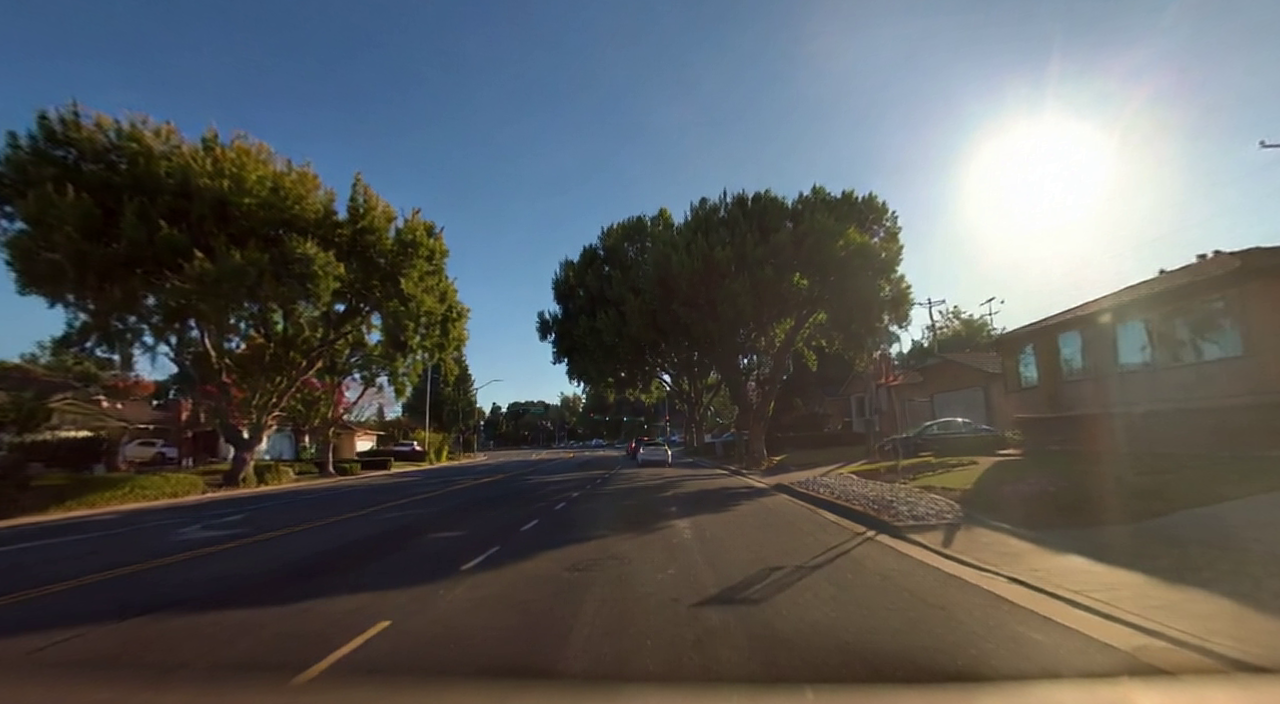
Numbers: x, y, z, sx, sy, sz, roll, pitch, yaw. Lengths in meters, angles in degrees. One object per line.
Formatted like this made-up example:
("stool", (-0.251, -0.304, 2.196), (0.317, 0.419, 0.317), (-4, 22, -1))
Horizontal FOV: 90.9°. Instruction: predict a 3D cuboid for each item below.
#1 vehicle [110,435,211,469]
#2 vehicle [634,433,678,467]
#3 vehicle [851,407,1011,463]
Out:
("vehicle", (-28.255, 5.847, 37.124), (5.100, 1.864, 2.490), (-4, -9, 25))
("vehicle", (0.793, 4.920, 31.683), (2.088, 1.607, 3.903), (0, -8, 1))
("vehicle", (10.376, 3.001, 22.759), (4.746, 1.485, 1.916), (-5, -8, 0))
